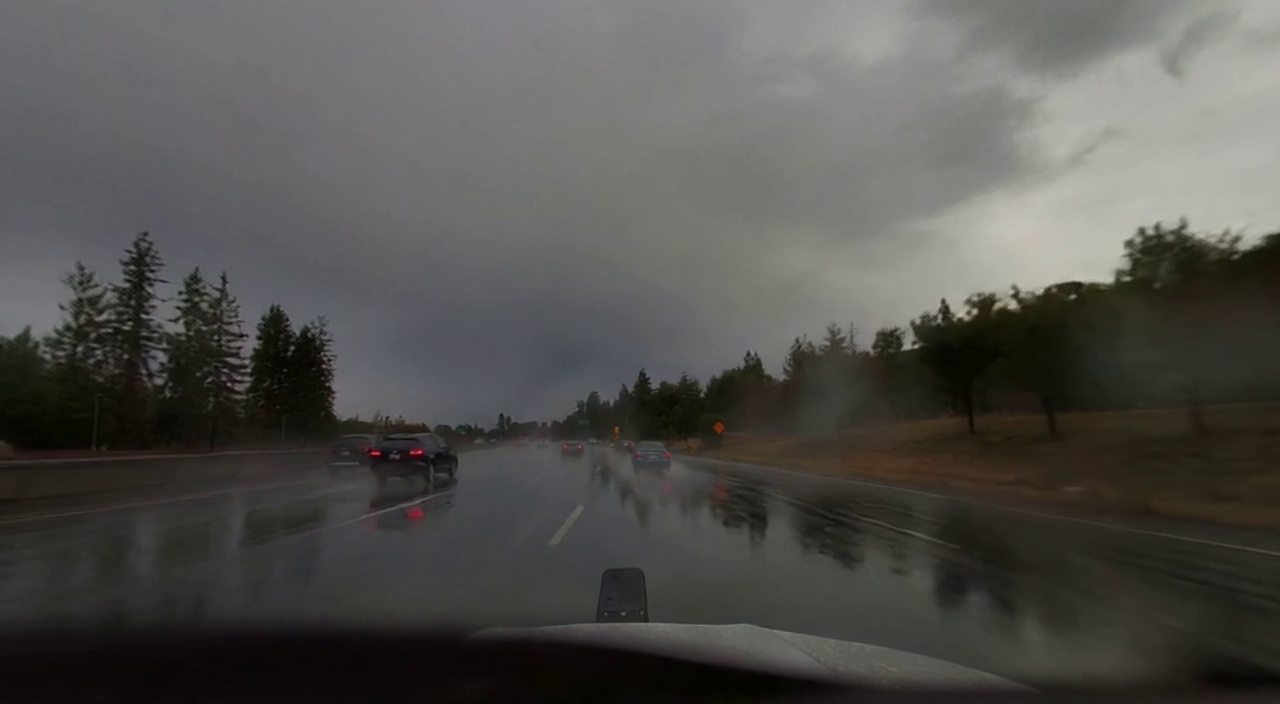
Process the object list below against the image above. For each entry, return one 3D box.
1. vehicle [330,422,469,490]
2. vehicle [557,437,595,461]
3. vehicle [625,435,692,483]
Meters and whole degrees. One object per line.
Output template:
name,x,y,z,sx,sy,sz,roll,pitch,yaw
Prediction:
vehicle,-6.695,2.967,18.266,2.221,1.693,4.631,0,-9,0
vehicle,-4.286,6.593,42.718,2.246,1.519,4.980,1,-9,-2
vehicle,0.532,3.618,21.532,2.051,1.444,3.927,0,-9,-1
